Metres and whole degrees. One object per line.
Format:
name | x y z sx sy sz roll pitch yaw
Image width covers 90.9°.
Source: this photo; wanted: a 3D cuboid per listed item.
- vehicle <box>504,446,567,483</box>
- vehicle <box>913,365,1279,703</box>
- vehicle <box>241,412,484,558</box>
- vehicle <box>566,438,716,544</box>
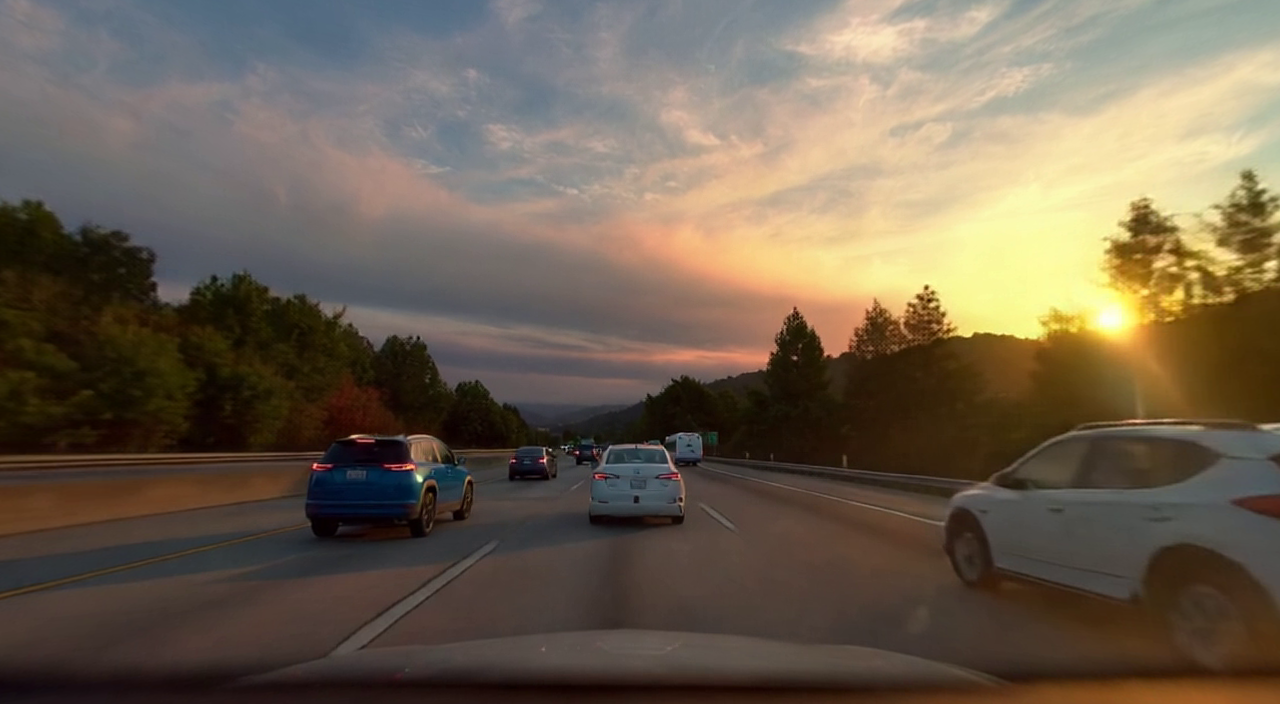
vehicle | -4.458 4.855 27.498 2.122 1.491 3.800 0 -9 -1
vehicle | 3.706 1.104 3.964 1.996 1.688 4.207 0 -9 -1
vehicle | -3.792 1.886 9.562 1.830 1.703 4.142 0 -9 -1
vehicle | -0.044 2.308 11.105 2.120 1.478 4.179 0 -9 -2
